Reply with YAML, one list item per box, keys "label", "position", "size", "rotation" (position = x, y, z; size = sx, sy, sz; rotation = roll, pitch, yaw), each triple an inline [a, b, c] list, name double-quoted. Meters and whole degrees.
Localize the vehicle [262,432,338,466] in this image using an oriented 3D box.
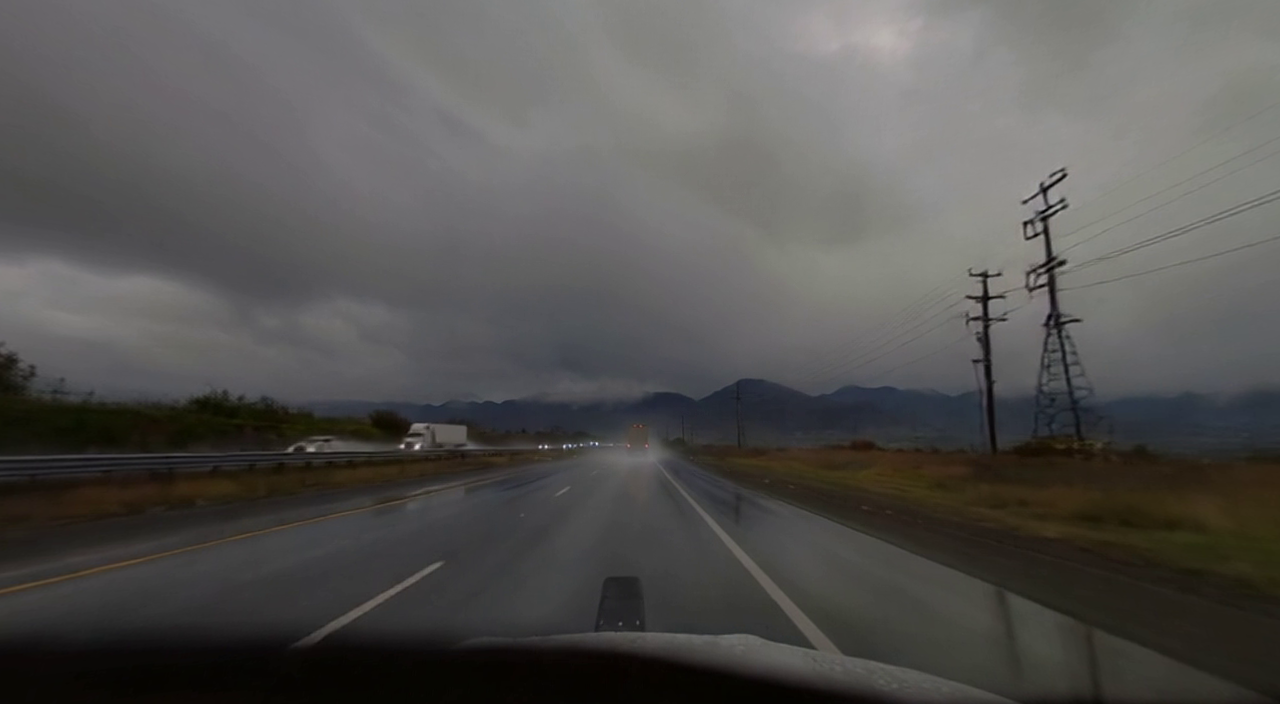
- label: "vehicle"
  position: [-21.380, 6.155, 39.881]
  size: [2.061, 1.988, 4.636]
  rotation: [0, -8, 2]
